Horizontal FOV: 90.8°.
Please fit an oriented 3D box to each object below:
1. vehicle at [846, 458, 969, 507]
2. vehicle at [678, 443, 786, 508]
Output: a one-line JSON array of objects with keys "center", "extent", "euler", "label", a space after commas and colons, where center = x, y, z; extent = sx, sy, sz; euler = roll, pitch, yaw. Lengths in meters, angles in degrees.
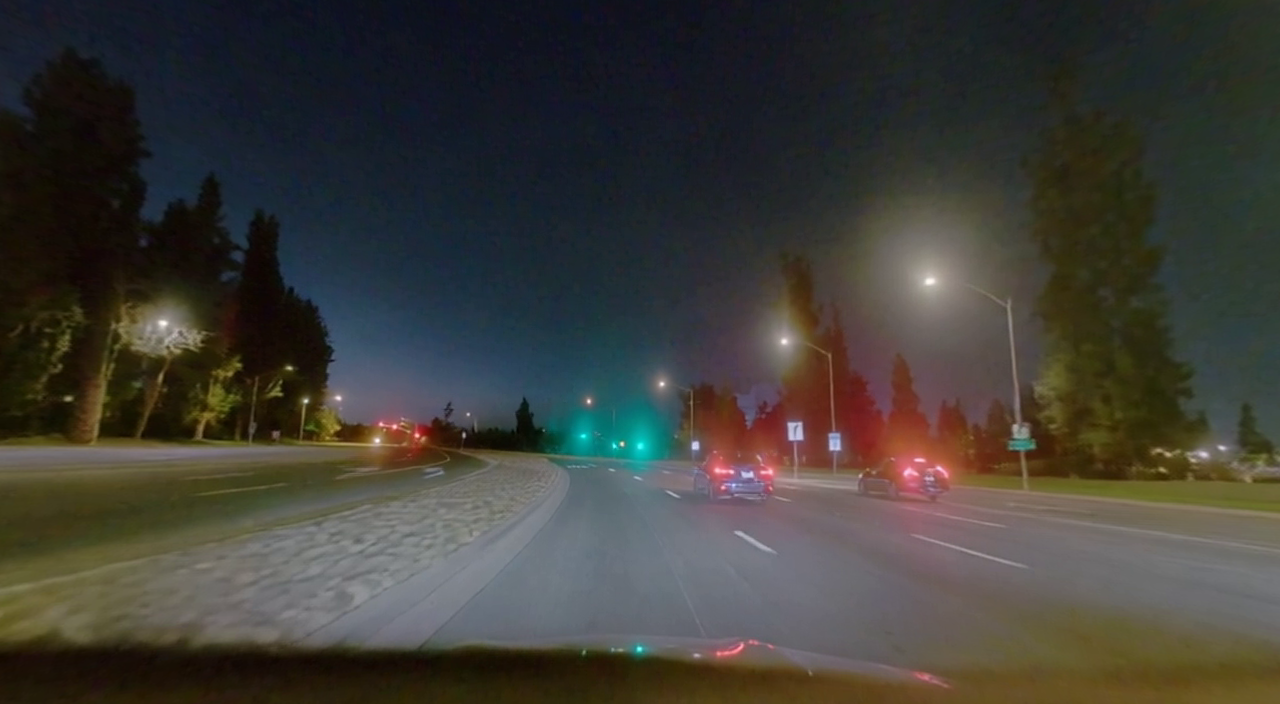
[{"center": [9.178, 4.482, 22.212], "extent": [1.940, 1.460, 4.652], "euler": [1, -9, -5], "label": "vehicle"}, {"center": [2.513, 3.549, 18.626], "extent": [2.122, 1.646, 4.525], "euler": [1, -9, -5], "label": "vehicle"}]
